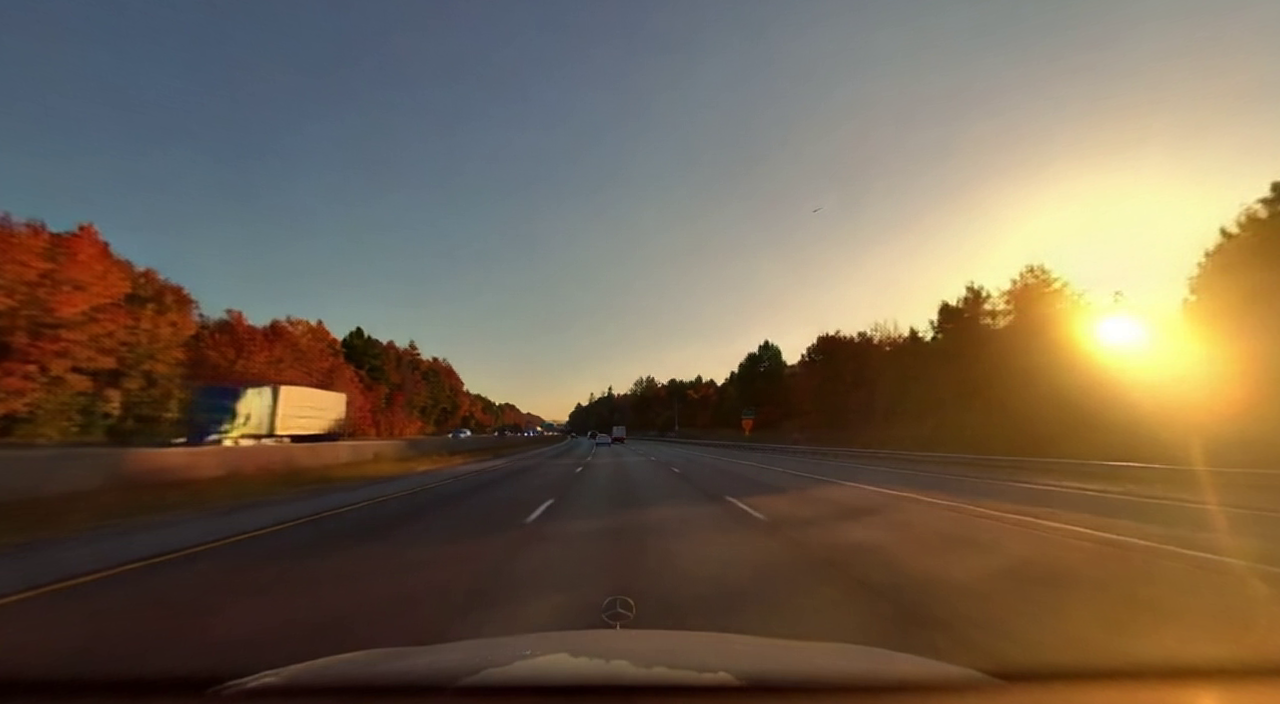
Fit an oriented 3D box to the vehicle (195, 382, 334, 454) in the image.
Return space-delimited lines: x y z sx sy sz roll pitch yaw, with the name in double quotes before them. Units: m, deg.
"vehicle" -22.471 4.191 38.513 3.025 3.847 9.441 0 -8 -3
